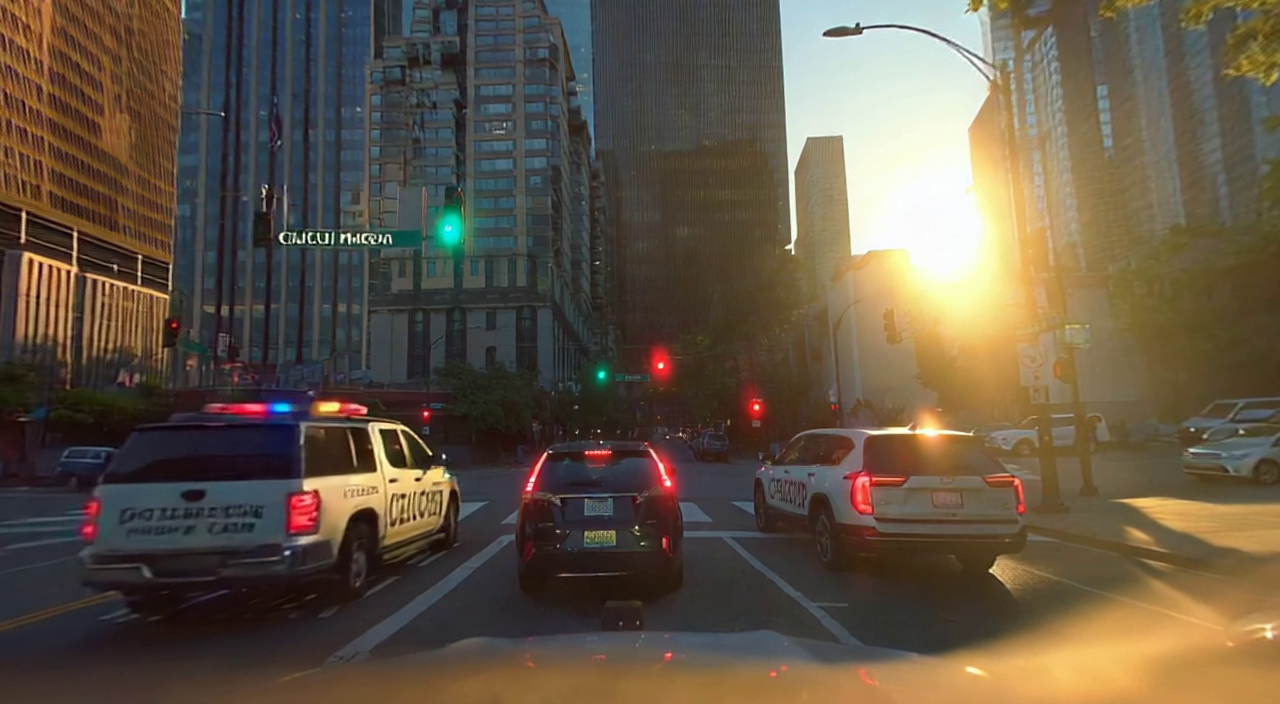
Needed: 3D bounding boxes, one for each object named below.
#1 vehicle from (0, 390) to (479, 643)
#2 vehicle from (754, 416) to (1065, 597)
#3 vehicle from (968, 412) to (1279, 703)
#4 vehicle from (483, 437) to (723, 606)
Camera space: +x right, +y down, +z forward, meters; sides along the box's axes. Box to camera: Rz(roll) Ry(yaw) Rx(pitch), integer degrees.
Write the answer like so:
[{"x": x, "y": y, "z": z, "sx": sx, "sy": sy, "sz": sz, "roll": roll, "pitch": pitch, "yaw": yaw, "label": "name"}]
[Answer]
[{"x": -3.651, "y": 1.585, "z": 7.330, "sx": 2.190, "sy": 1.840, "sz": 5.272, "roll": 0, "pitch": -8, "yaw": 0, "label": "vehicle"}, {"x": 3.031, "y": 1.841, "z": 8.542, "sx": 2.072, "sy": 1.735, "sz": 4.759, "roll": 0, "pitch": -8, "yaw": 0, "label": "vehicle"}, {"x": 2.740, "y": 0.805, "z": 1.111, "sx": 1.902, "sy": 1.454, "sz": 4.540, "roll": 0, "pitch": -8, "yaw": 0, "label": "vehicle"}, {"x": -0.352, "y": 1.788, "z": 7.656, "sx": 2.092, "sy": 1.454, "sz": 4.132, "roll": 0, "pitch": -8, "yaw": -1, "label": "vehicle"}]
